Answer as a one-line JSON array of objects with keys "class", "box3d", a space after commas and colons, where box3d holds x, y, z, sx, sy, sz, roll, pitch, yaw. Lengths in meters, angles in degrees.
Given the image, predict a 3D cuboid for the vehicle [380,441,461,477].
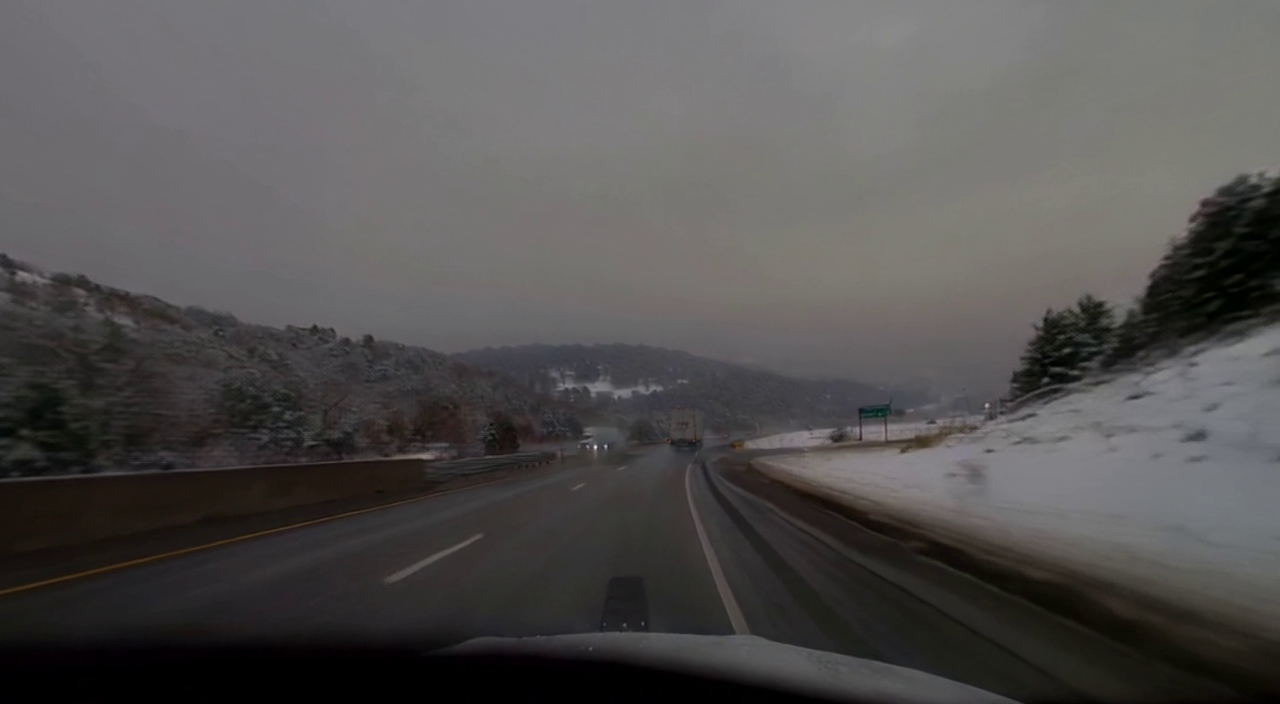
[{"class": "vehicle", "box3d": [-9.965, 4.887, 28.968, 1.994, 1.486, 4.395, -1, -8, 2]}]
